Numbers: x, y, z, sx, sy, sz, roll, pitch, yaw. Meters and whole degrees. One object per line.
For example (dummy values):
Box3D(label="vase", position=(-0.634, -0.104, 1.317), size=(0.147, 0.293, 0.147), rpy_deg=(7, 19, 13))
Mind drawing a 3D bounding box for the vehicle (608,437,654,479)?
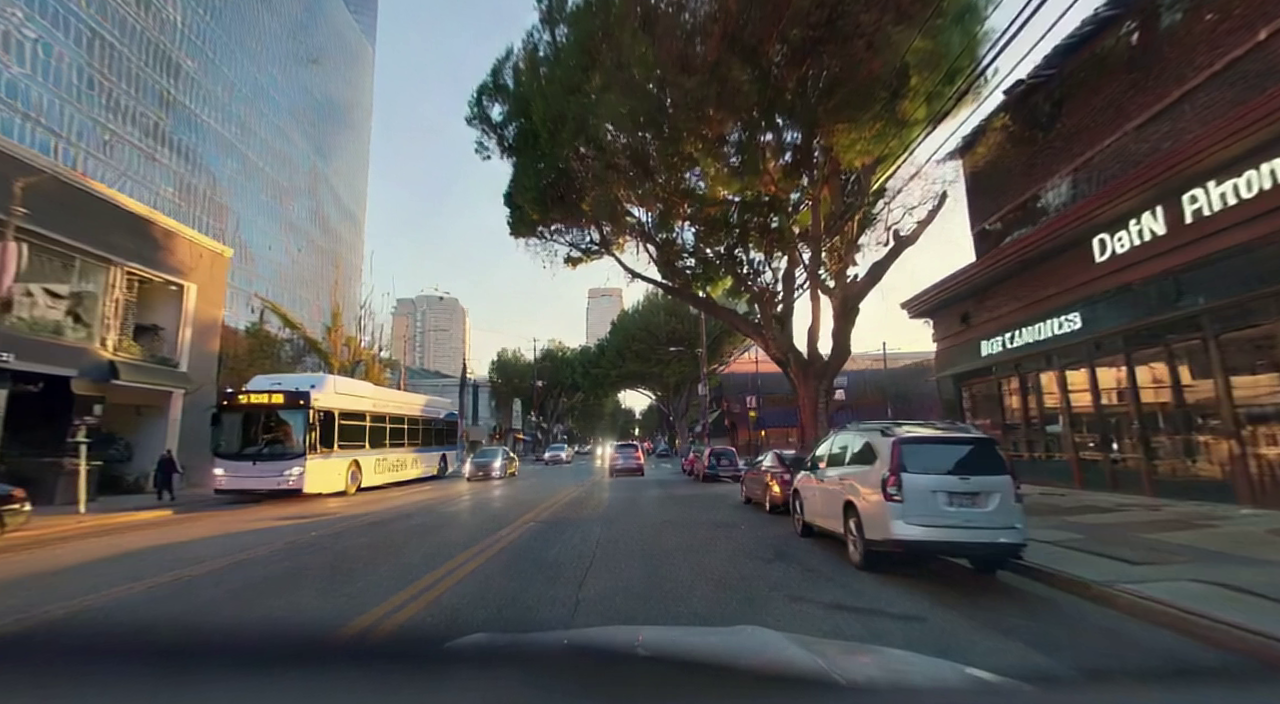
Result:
Box3D(label="vehicle", position=(-0.392, 5.203, 31.313), size=(2.127, 1.893, 4.194), rpy_deg=(0, -8, 1))

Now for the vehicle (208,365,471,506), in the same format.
Box3D(label="vehicle", position=(-9.567, 3.161, 23.062), size=(3.022, 3.627, 13.129), rpy_deg=(-1, -9, 1))

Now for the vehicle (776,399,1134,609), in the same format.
Box3D(label="vehicle", position=(3.125, 1.601, 7.584), size=(1.998, 1.746, 4.443), rpy_deg=(0, -9, 0))

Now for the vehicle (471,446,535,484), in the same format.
Box3D(label="vehicle", position=(-6.150, 5.100, 28.786), size=(1.954, 1.581, 4.197), rpy_deg=(0, -8, 0))

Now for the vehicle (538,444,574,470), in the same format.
Box3D(label="vehicle", position=(-5.970, 7.493, 45.467), size=(2.050, 1.763, 4.119), rpy_deg=(0, -8, -1))

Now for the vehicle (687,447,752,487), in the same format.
Box3D(label="vehicle", position=(3.108, 4.591, 25.647), size=(2.018, 1.474, 4.524), rpy_deg=(0, -8, 0))
